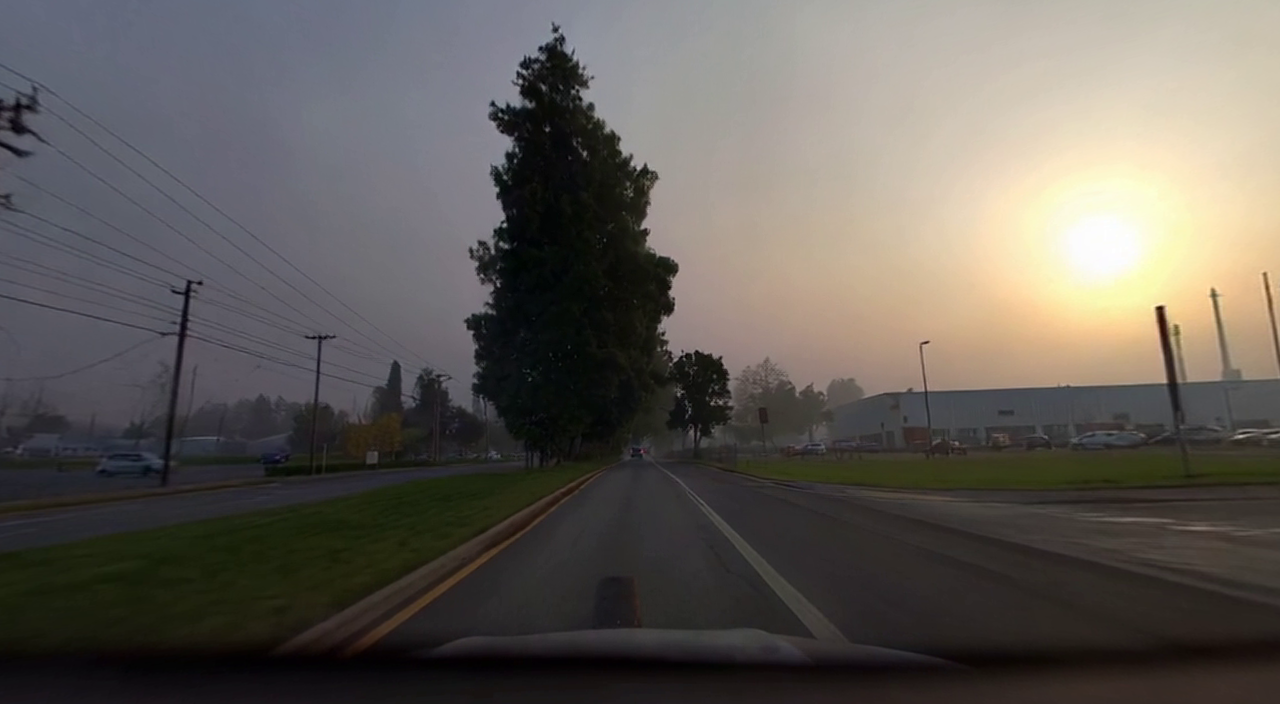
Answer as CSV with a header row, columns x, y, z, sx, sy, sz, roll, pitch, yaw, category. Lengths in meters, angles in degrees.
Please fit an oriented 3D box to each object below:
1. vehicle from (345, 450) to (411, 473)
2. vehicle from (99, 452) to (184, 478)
x,y,z,sx,sy,sz,roll,pitch,yaw,category
-20.181,8.444,48.779,4.303,1.409,1.862,-3,-6,2,vehicle
-32.713,7.401,41.595,3.976,1.504,1.896,-2,-7,1,vehicle
